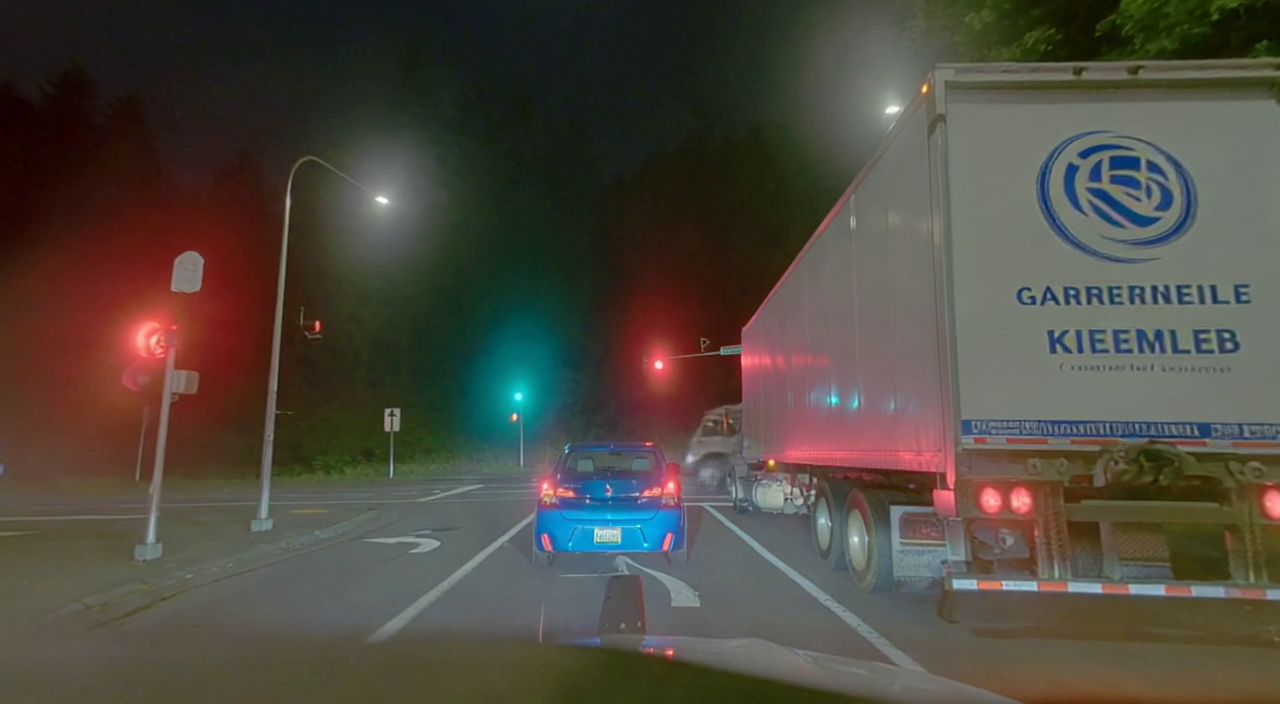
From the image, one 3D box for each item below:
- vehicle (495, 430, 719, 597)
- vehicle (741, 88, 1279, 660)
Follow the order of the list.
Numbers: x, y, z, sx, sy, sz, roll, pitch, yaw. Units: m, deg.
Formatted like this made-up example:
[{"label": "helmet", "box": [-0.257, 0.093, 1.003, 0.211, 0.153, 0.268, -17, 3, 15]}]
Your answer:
[{"label": "vehicle", "box": [-0.323, 1.708, 7.425, 1.975, 1.457, 3.526, 0, -9, -1]}, {"label": "vehicle", "box": [3.563, 0.770, 8.955, 2.884, 3.753, 9.763, 0, -9, 2]}]
